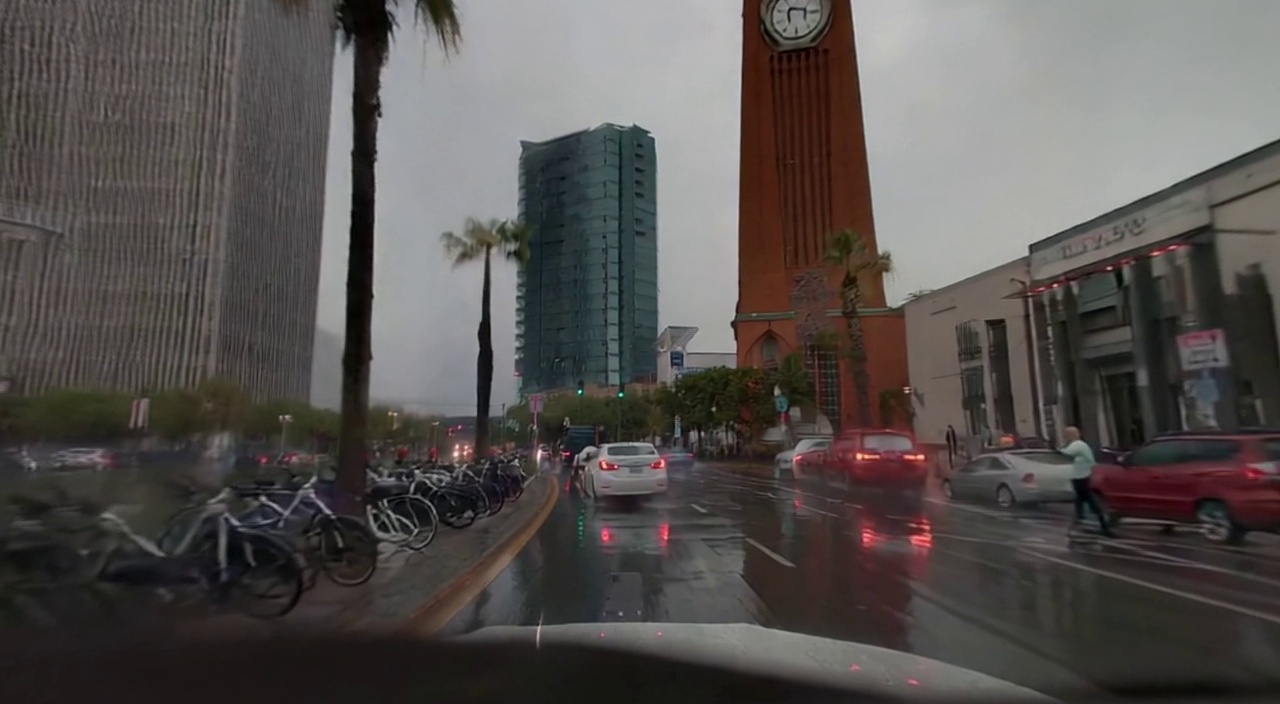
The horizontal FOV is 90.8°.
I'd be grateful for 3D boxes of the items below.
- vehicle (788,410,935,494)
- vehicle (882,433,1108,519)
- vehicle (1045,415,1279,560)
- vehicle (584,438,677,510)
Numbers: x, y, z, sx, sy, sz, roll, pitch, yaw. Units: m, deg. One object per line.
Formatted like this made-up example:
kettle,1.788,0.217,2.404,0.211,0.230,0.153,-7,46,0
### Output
vehicle,7.185,3.368,21.418,2.377,2.429,5.532,1,-9,-7
vehicle,7.877,2.782,14.786,1.945,1.623,5.013,1,-9,-6
vehicle,8.345,1.864,9.190,1.860,1.684,4.211,0,-9,-4
vehicle,-0.383,3.057,16.302,2.111,1.605,3.832,1,-9,-5
